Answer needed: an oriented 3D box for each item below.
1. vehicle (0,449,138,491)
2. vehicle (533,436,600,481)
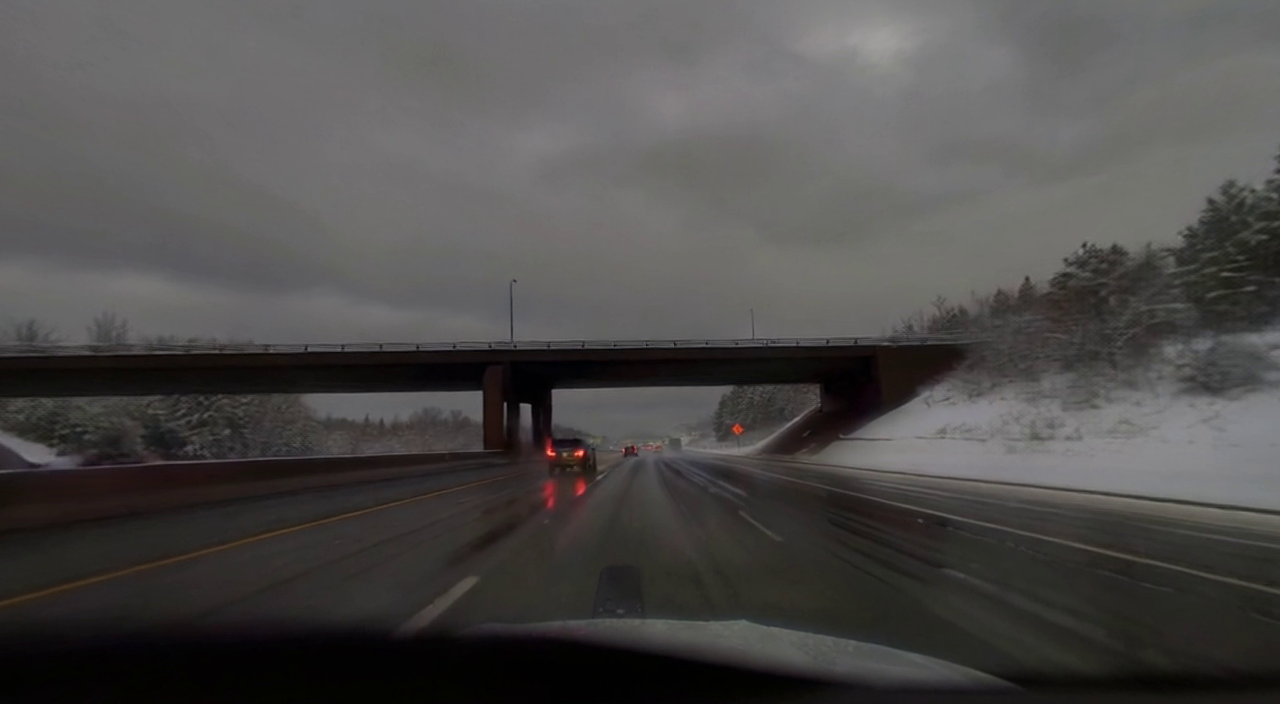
[{"bbox_3d":[-22.013,4.480,24.312,1.812,1.445,4.165,0,-9,1],"label":"vehicle"},{"bbox_3d":[-3.010,4.517,26.965,2.181,1.730,4.517,0,-9,2],"label":"vehicle"}]
